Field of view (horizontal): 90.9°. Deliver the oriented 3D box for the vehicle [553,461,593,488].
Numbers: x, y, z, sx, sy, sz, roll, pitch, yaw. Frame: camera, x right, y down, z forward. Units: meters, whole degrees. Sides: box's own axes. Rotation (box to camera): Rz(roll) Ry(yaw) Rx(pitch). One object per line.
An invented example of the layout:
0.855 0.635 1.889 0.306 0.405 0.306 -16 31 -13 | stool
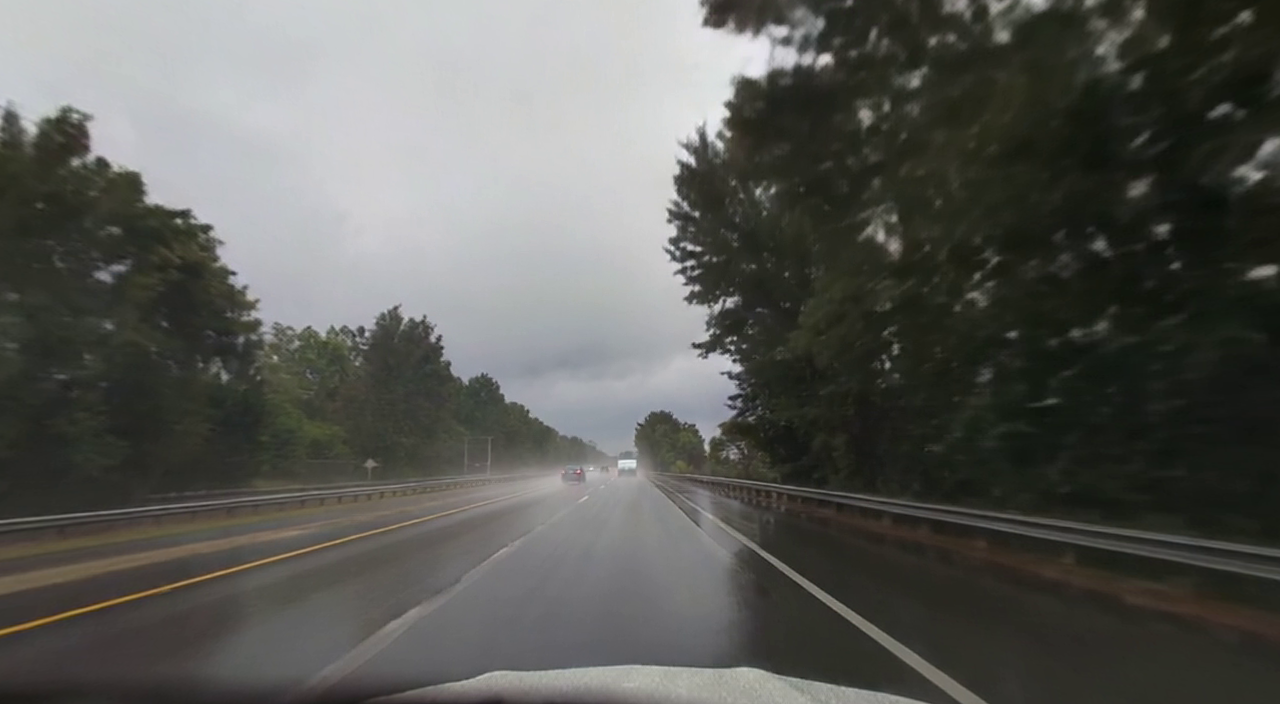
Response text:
-4.148 7.690 39.687 2.068 1.592 4.479 1 -10 0 | vehicle
